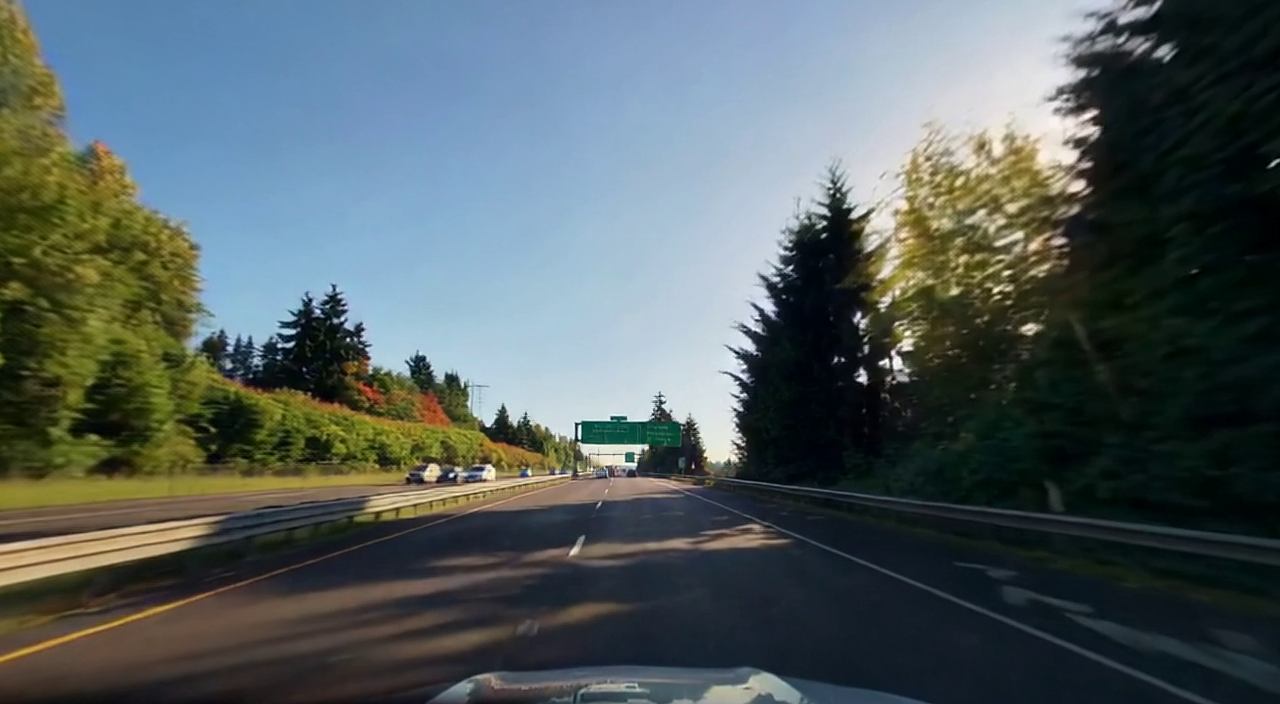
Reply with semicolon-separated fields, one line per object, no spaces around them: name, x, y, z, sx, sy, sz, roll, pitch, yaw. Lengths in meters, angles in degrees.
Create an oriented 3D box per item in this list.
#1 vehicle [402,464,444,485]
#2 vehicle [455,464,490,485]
vehicle;-16.608;9.383;48.397;1.773;1.493;4.313;1;-11;-2
vehicle;-12.466;9.142;47.030;1.712;1.420;3.493;1;-11;-1
